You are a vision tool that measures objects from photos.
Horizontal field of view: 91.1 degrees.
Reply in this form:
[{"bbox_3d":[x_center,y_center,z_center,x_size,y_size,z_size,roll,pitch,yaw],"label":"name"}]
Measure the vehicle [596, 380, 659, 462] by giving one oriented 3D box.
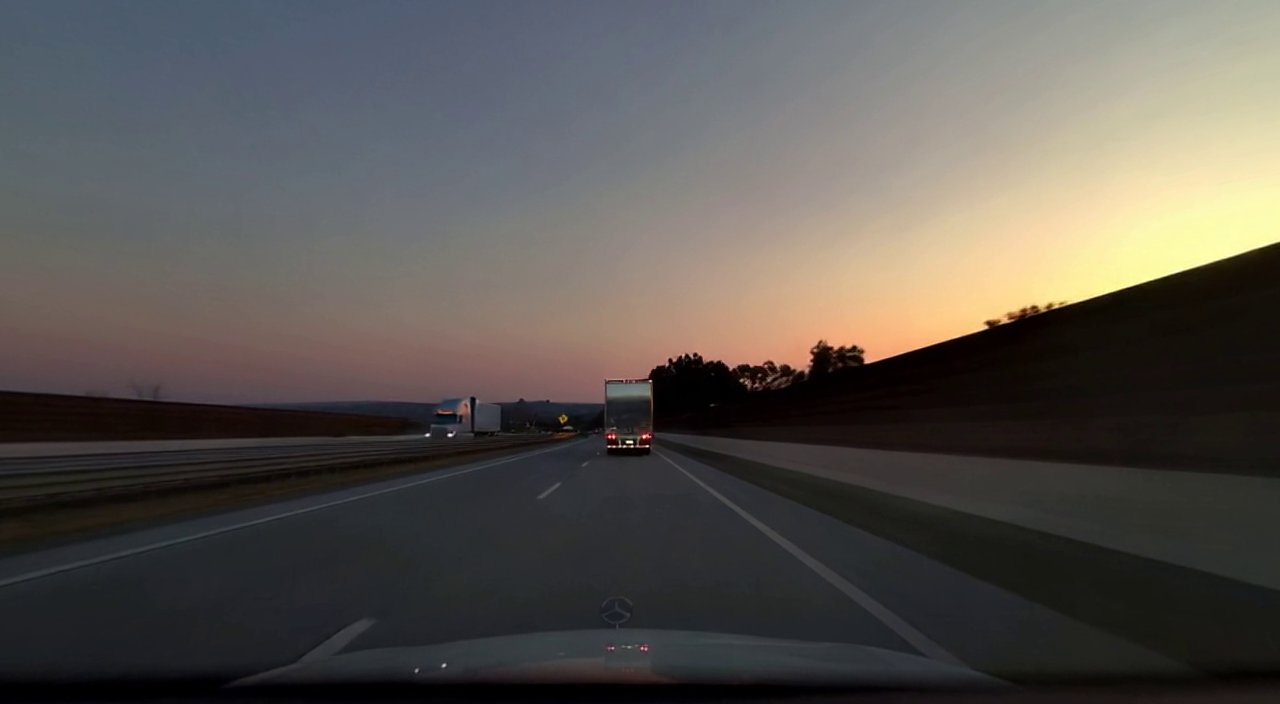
[{"bbox_3d":[-0.762,3.997,35.556,3.023,3.965,10.402,0,-8,-2],"label":"vehicle"}]
